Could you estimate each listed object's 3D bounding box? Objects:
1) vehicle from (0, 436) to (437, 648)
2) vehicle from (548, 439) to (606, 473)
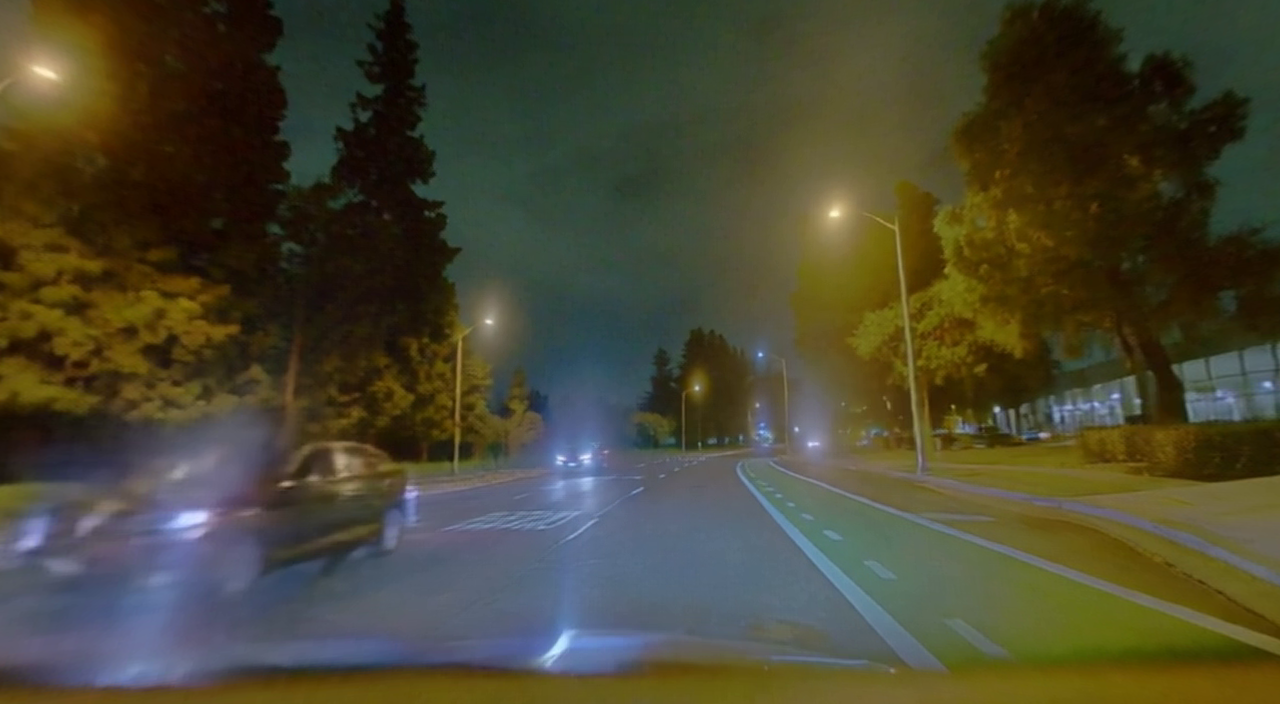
[{"bbox_3d":[-4.121,1.684,6.835,2.071,1.456,4.663,-1,-8,3],"label":"vehicle"},{"bbox_3d":[-3.447,5.792,35.393,2.065,1.744,4.566,-2,-9,10],"label":"vehicle"}]
